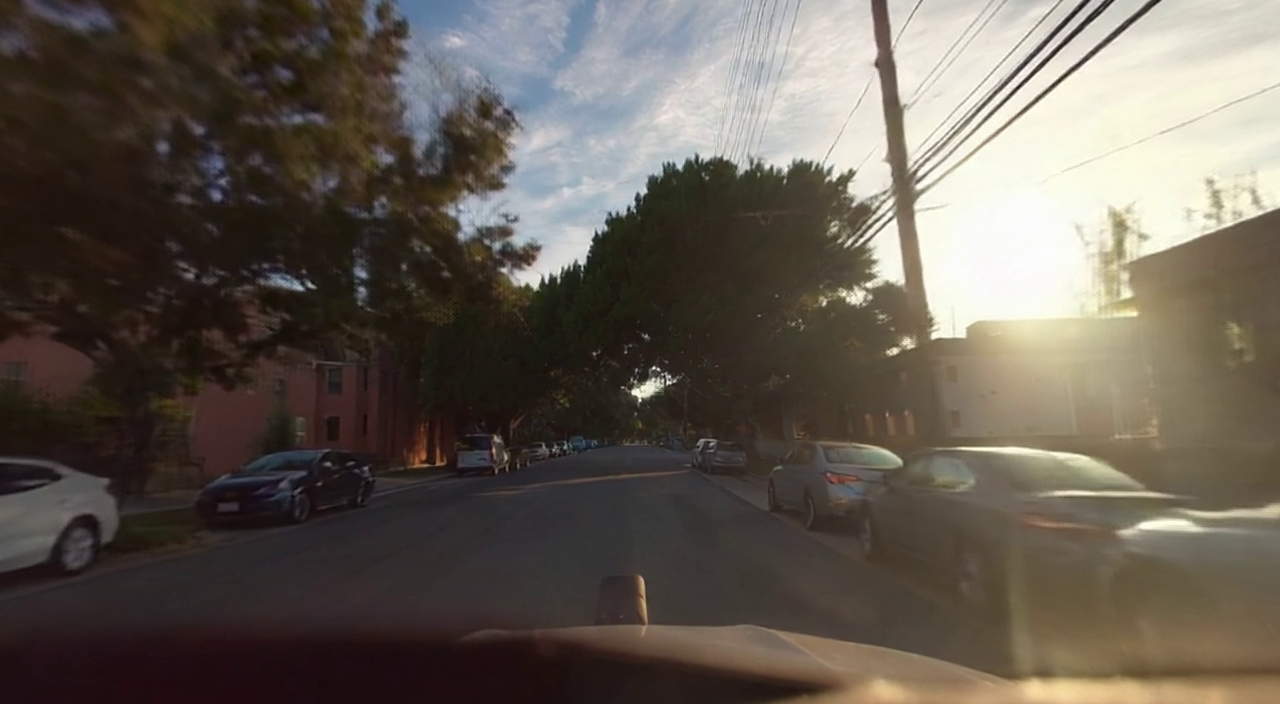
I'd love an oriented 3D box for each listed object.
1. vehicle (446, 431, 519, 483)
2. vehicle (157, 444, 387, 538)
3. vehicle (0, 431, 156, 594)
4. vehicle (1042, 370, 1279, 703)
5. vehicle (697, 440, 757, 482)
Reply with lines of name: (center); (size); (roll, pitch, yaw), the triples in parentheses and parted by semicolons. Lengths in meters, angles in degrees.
vehicle: (-7.796, 5.202, 31.928); (2.351, 2.251, 5.856); (-2, -8, -2)
vehicle: (-7.541, 2.832, 13.679); (2.145, 1.488, 4.646); (-3, -7, 1)
vehicle: (-7.681, 1.761, 6.485); (1.981, 1.651, 4.683); (-5, -6, -3)
vehicle: (3.672, 0.801, 1.763); (2.095, 1.694, 4.592); (0, -9, 1)
vehicle: (3.636, 4.652, 27.289); (1.925, 1.634, 4.419); (0, -8, 0)
